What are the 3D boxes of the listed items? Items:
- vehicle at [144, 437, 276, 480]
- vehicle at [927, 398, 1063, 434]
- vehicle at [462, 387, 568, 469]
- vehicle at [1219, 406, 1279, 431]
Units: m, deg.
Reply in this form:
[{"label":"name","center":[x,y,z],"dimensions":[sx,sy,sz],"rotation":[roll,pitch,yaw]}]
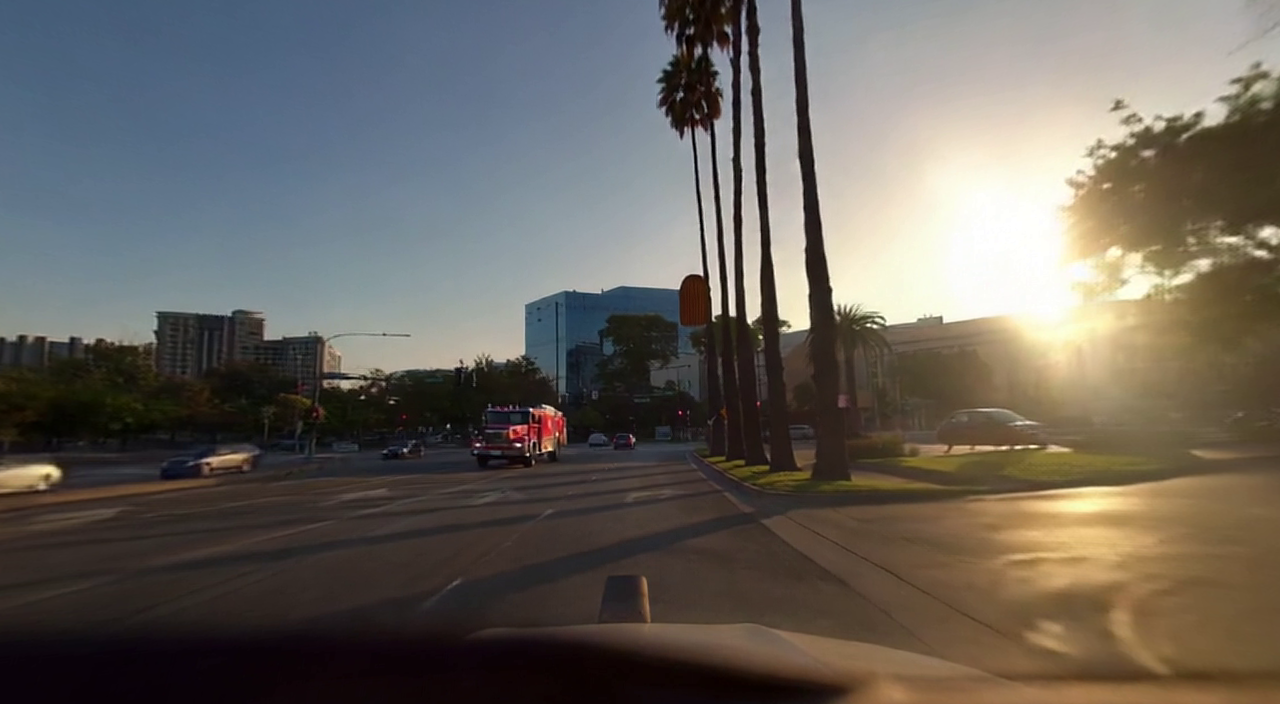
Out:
[{"label":"vehicle","center":[-21.770,5.409,32.216],"dimensions":[2.460,1.958,5.843],"rotation":[0,-8,2]},{"label":"vehicle","center":[15.331,2.810,27.330],"dimensions":[4.663,1.457,2.045],"rotation":[0,-7,2]},{"label":"vehicle","center":[-6.385,4.308,34.577],"dimensions":[3.008,3.730,11.786],"rotation":[0,-8,2]},{"label":"vehicle","center":[42.566,4.527,42.486],"dimensions":[4.671,1.641,1.900],"rotation":[-1,-8,3]}]
